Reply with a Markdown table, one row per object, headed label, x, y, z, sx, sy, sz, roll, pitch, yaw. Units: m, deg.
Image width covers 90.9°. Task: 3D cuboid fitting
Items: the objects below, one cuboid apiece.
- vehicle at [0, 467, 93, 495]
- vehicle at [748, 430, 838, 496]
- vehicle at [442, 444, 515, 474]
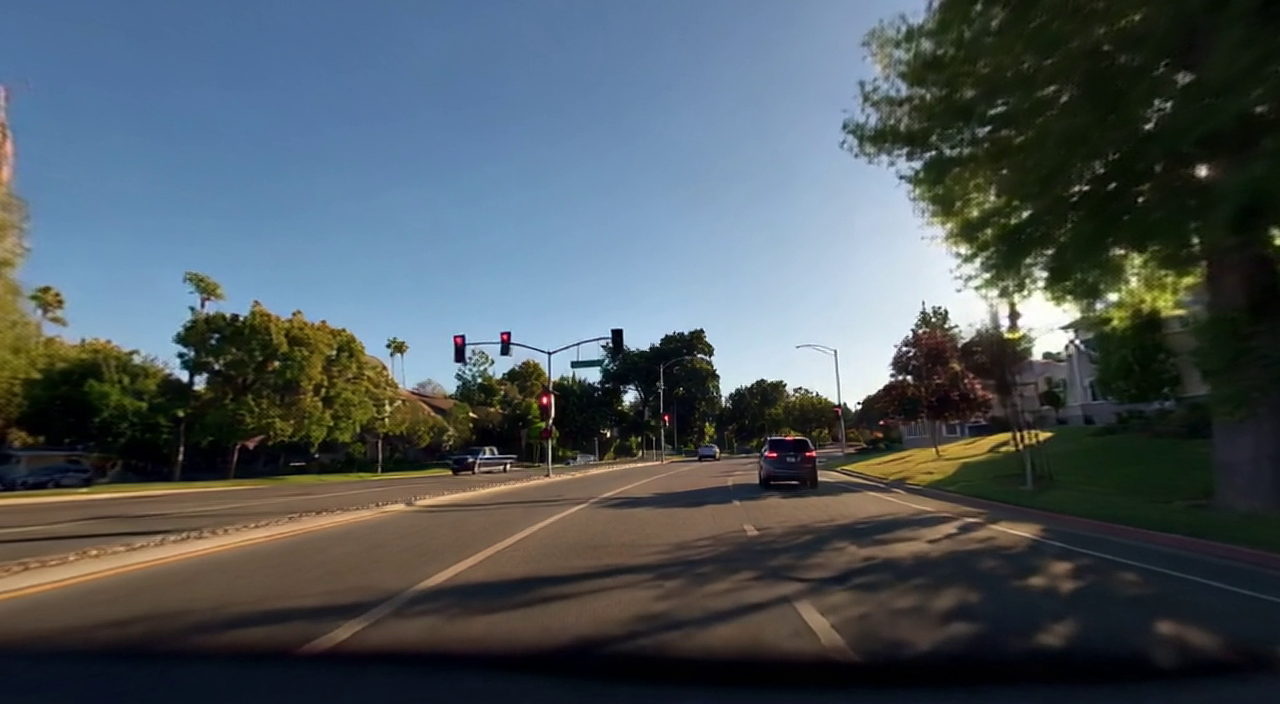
| label | x | y | z | sx | sy | sz | roll | pitch | yaw |
| --- | --- | --- | --- | --- | --- | --- | --- | --- | --- |
| vehicle | -34.493 | 7.372 | 36.202 | 4.283 | 1.478 | 2.003 | 0 | -8 | 2 |
| vehicle | 4.740 | 3.505 | 20.301 | 2.141 | 1.833 | 4.704 | -1 | -8 | 6 |
| vehicle | -11.353 | 7.585 | 45.019 | 2.555 | 2.009 | 6.050 | -2 | -9 | 12 |
